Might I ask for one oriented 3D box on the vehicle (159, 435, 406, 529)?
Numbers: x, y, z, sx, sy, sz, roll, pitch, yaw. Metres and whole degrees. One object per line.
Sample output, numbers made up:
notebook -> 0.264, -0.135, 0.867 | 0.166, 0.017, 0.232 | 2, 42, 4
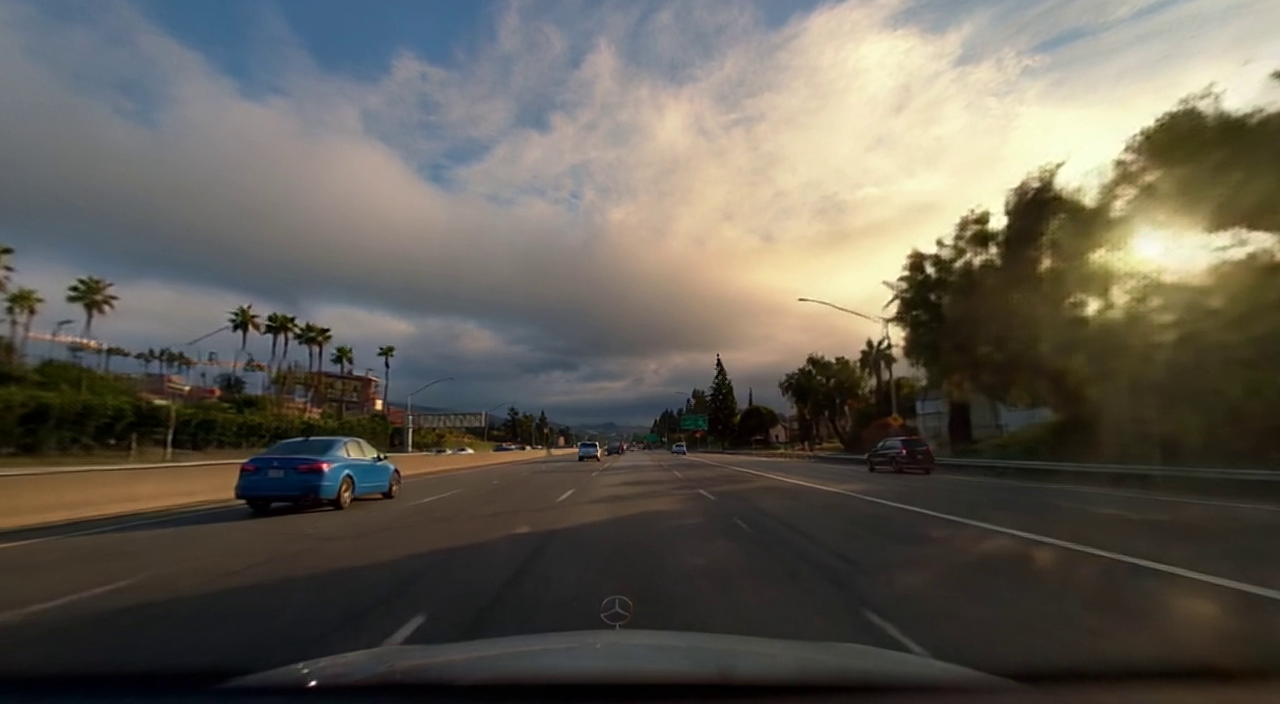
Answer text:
vehicle -> -6.657, 2.471, 12.660 | 2.018, 1.480, 4.999 | 0, -9, 0

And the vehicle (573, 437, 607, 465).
vehicle -> -3.788, 7.607, 48.614 | 2.225, 1.967, 4.673 | 0, -9, -1

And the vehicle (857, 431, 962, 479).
vehicle -> 10.944, 4.243, 26.095 | 2.168, 1.792, 4.457 | 0, -9, -2
